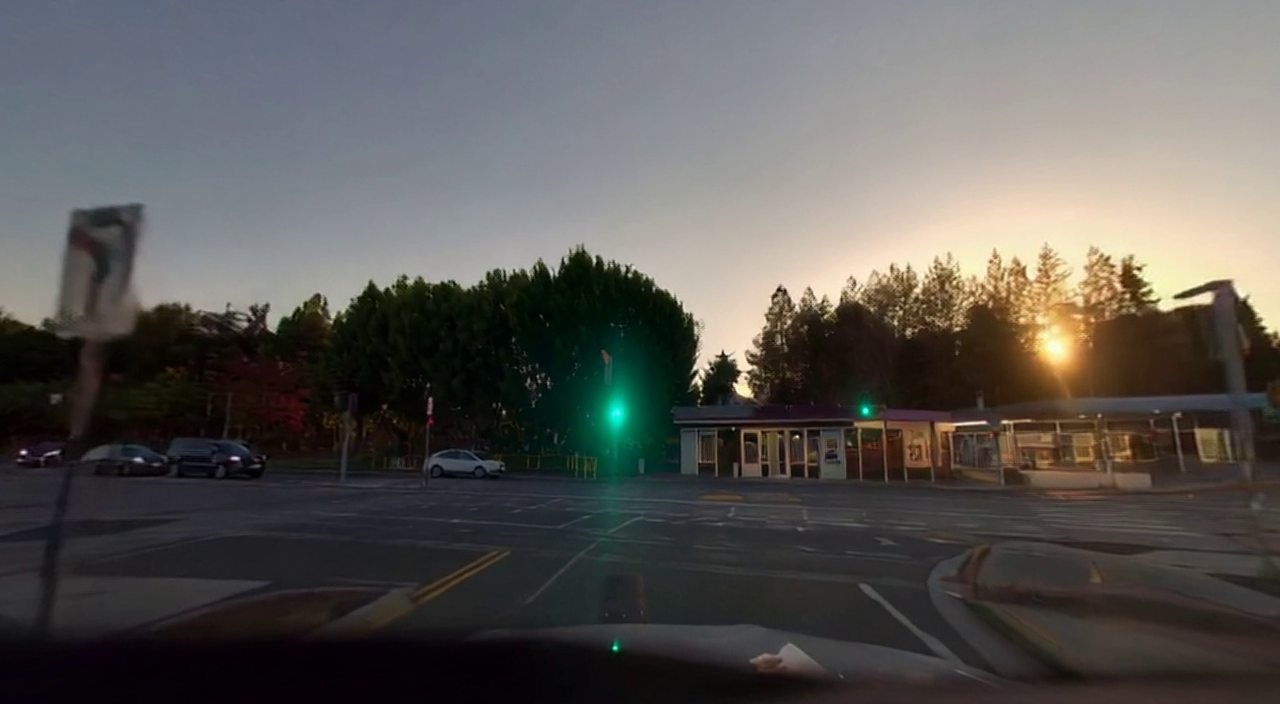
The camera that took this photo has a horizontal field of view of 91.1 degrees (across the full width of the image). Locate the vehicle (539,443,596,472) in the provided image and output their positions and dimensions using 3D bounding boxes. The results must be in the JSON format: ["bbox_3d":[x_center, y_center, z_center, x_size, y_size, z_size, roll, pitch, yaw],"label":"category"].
[{"bbox_3d":[-5.245,7.657,45.697,2.072,1.922,4.112,-5,-10,29],"label":"vehicle"}]

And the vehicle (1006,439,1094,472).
[{"bbox_3d":[26.140,6.620,40.266,4.474,1.956,2.263,-5,-11,29],"label":"vehicle"}]

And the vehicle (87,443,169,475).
[{"bbox_3d":[-26.242,5.492,32.346,1.771,1.510,3.545,2,-9,-13],"label":"vehicle"}]

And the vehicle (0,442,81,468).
[{"bbox_3d":[-39.415,6.763,41.146,2.002,1.603,4.547,2,-9,-12],"label":"vehicle"}]

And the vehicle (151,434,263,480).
[{"bbox_3d":[-19.794,4.822,29.011,2.337,1.934,4.843,2,-9,-10],"label":"vehicle"}]

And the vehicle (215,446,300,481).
[{"bbox_3d":[-16.678,4.878,27.636,1.789,1.399,4.236,2,-9,-12],"label":"vehicle"}]
